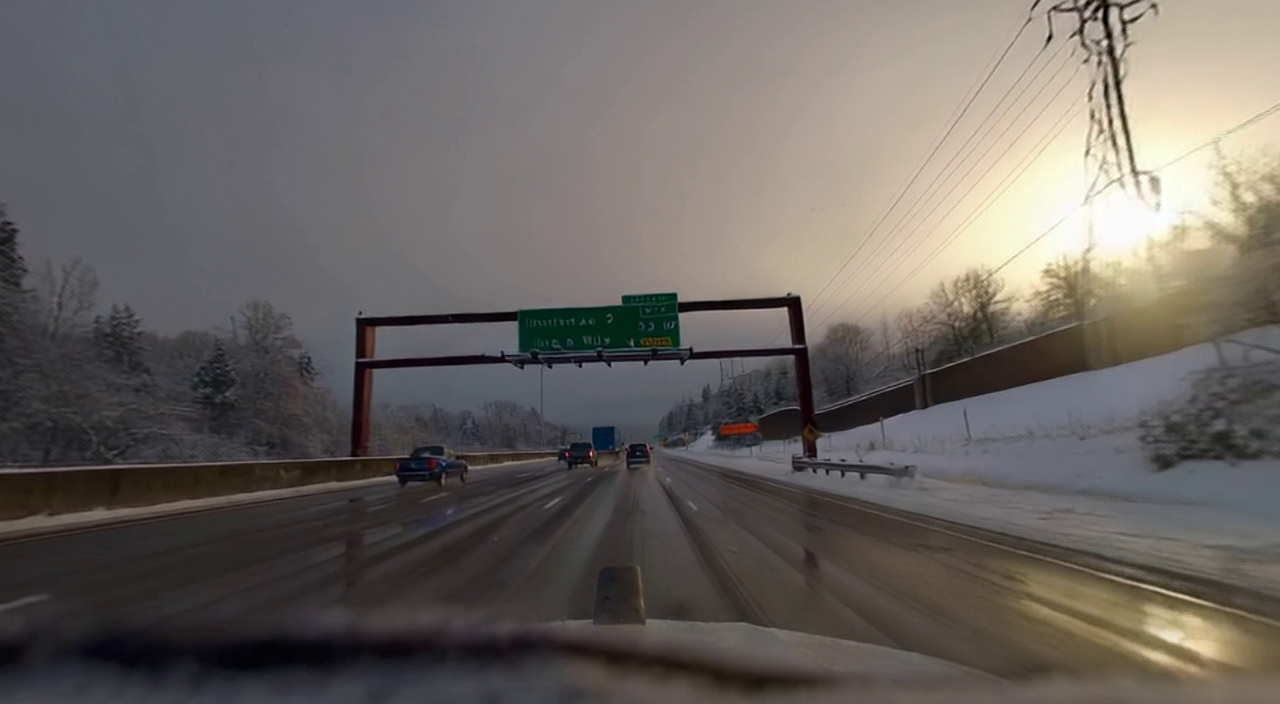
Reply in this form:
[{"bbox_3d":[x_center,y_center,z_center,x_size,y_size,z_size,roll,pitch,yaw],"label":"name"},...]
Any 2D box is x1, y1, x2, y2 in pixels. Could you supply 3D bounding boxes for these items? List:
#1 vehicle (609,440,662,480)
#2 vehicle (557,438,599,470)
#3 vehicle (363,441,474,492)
[{"bbox_3d":[-0.176,4.761,27.988,2.178,1.640,4.071,0,-9,1],"label":"vehicle"},{"bbox_3d":[-3.761,6.284,39.055,2.109,1.840,4.614,0,-9,1],"label":"vehicle"},{"bbox_3d":[-7.265,3.795,21.249,2.025,1.510,4.582,0,-9,1],"label":"vehicle"}]
